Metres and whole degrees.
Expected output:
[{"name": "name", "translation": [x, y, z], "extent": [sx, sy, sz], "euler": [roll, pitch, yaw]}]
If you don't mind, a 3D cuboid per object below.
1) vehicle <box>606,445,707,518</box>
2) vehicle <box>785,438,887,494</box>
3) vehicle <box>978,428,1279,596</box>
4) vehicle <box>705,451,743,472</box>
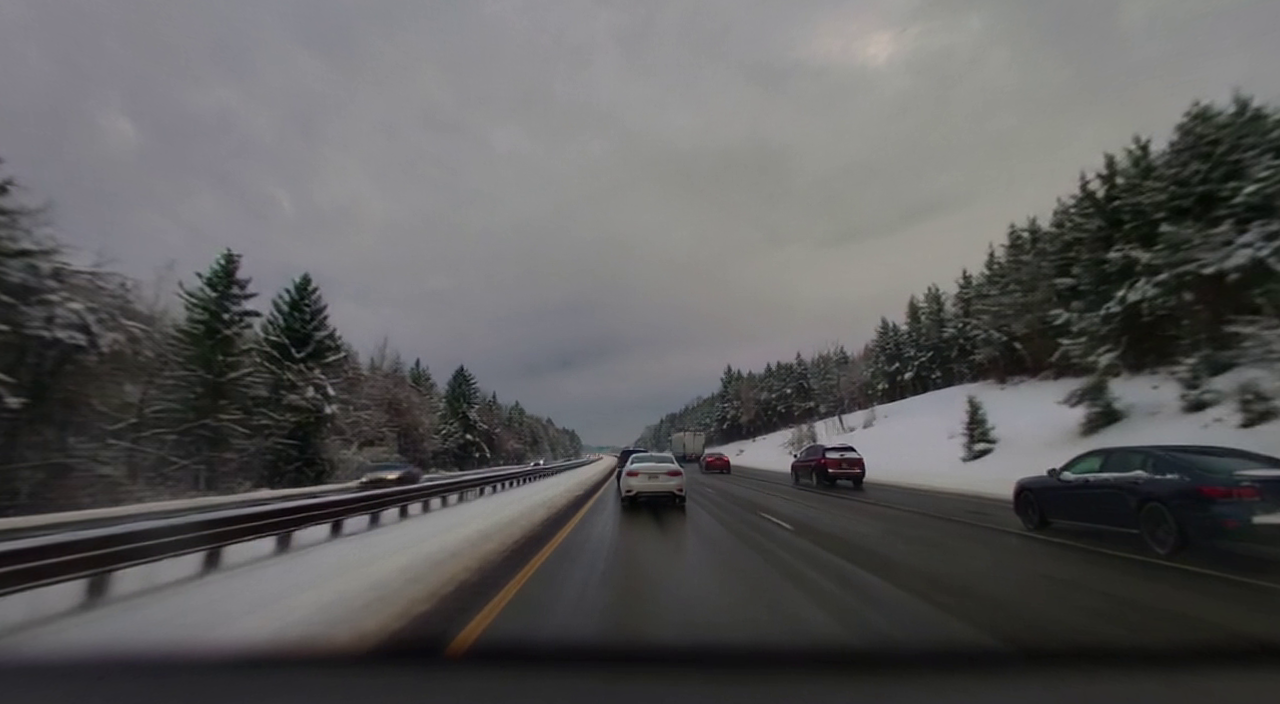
[{"name": "vehicle", "translation": [0.306, 2.994, 15.021], "extent": [2.076, 1.485, 3.774], "euler": [0, -9, -1]}, {"name": "vehicle", "translation": [6.514, 3.834, 21.490], "extent": [1.980, 1.702, 4.235], "euler": [0, -9, -2]}, {"name": "vehicle", "translation": [6.301, 1.755, 7.746], "extent": [1.965, 1.484, 4.090], "euler": [0, -9, 0]}, {"name": "vehicle", "translation": [5.979, 7.811, 45.059], "extent": [1.921, 1.451, 3.841], "euler": [0, -9, -4]}]
